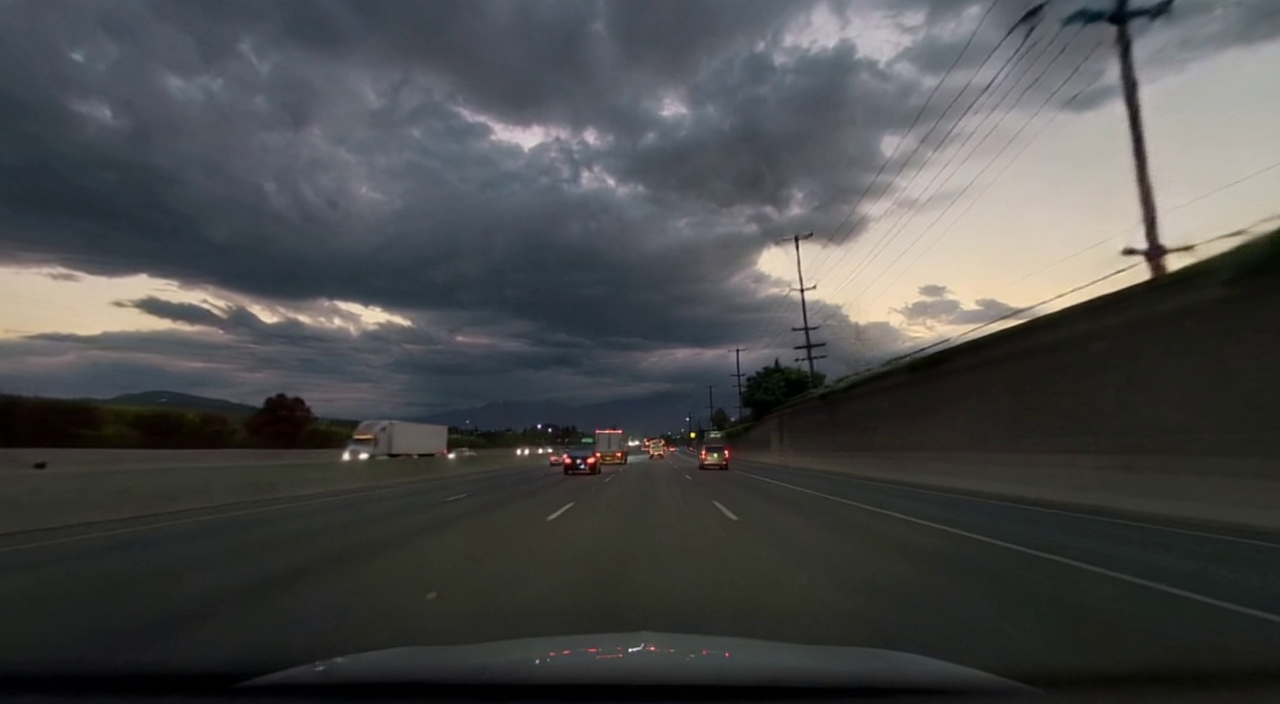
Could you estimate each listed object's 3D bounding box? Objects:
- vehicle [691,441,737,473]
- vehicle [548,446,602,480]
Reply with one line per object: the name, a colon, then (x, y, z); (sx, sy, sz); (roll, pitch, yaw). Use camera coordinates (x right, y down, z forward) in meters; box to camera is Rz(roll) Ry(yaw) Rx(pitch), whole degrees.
vehicle: (4.415, 6.397, 38.531); (2.214, 1.799, 4.627); (0, -9, -1)
vehicle: (-2.998, 5.228, 29.939); (2.004, 1.498, 4.043); (0, -9, 1)
